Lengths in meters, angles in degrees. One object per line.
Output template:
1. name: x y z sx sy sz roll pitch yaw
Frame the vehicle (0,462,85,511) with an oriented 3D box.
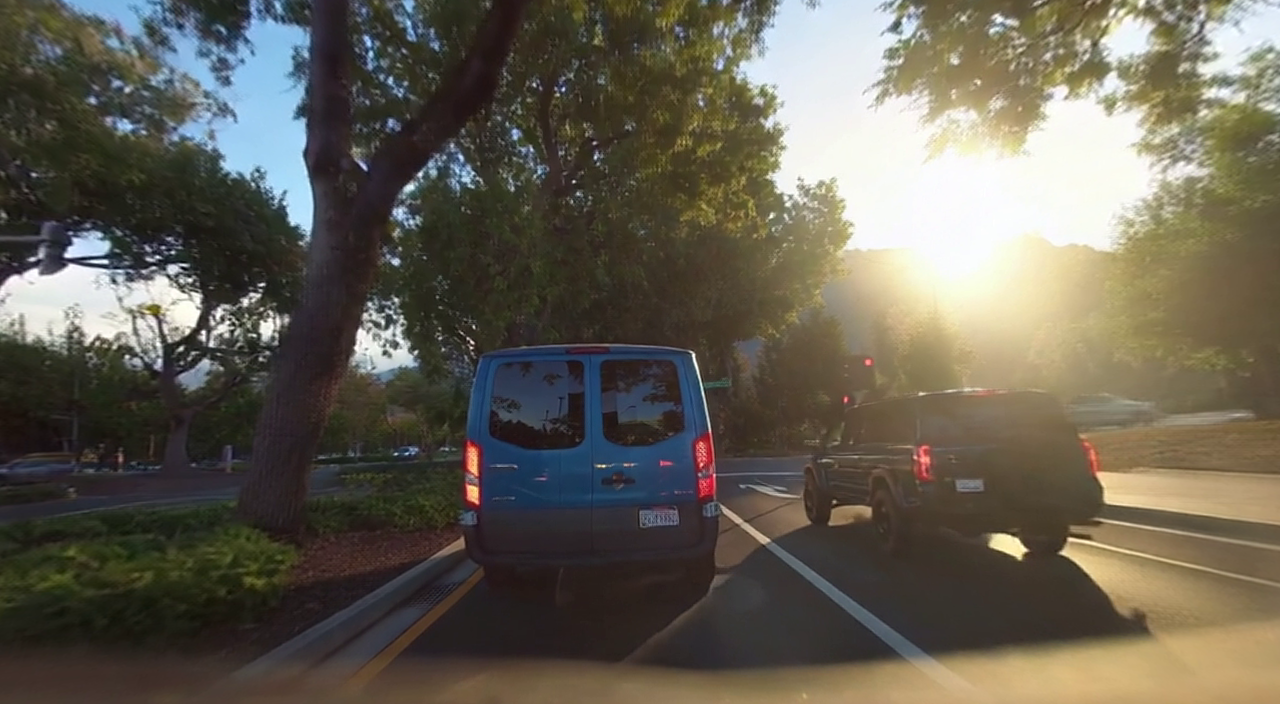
1. vehicle: -25.155 5.314 25.312 4.857 1.729 2.029 -3 -9 18

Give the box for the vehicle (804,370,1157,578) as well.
1. vehicle: 3.613 1.396 7.780 1.988 1.873 3.968 0 -9 -2

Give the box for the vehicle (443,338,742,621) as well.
1. vehicle: -0.310 1.229 6.809 2.145 2.046 4.309 0 -9 1
